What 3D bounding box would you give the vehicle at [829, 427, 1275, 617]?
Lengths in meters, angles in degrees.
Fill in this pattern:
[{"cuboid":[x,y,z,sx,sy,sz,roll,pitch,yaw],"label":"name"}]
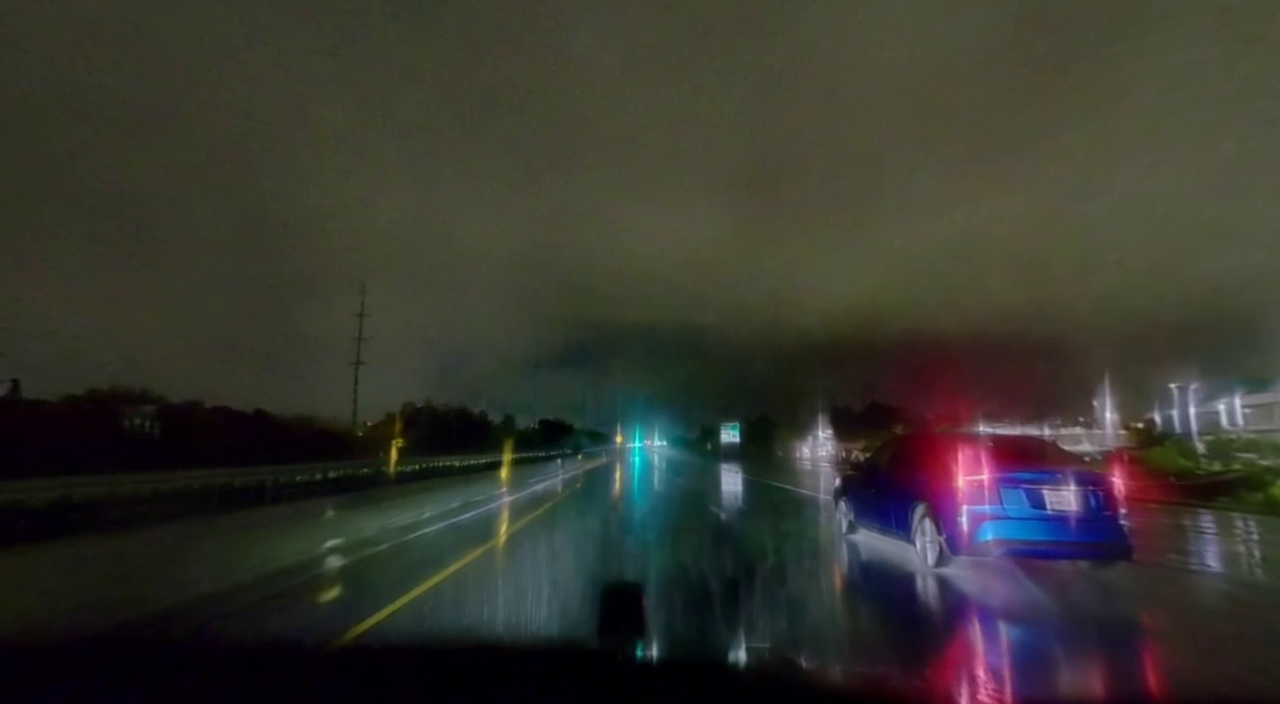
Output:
[{"cuboid":[4.028,1.724,7.512,2.053,1.490,4.799,0,-8,0],"label":"vehicle"}]
